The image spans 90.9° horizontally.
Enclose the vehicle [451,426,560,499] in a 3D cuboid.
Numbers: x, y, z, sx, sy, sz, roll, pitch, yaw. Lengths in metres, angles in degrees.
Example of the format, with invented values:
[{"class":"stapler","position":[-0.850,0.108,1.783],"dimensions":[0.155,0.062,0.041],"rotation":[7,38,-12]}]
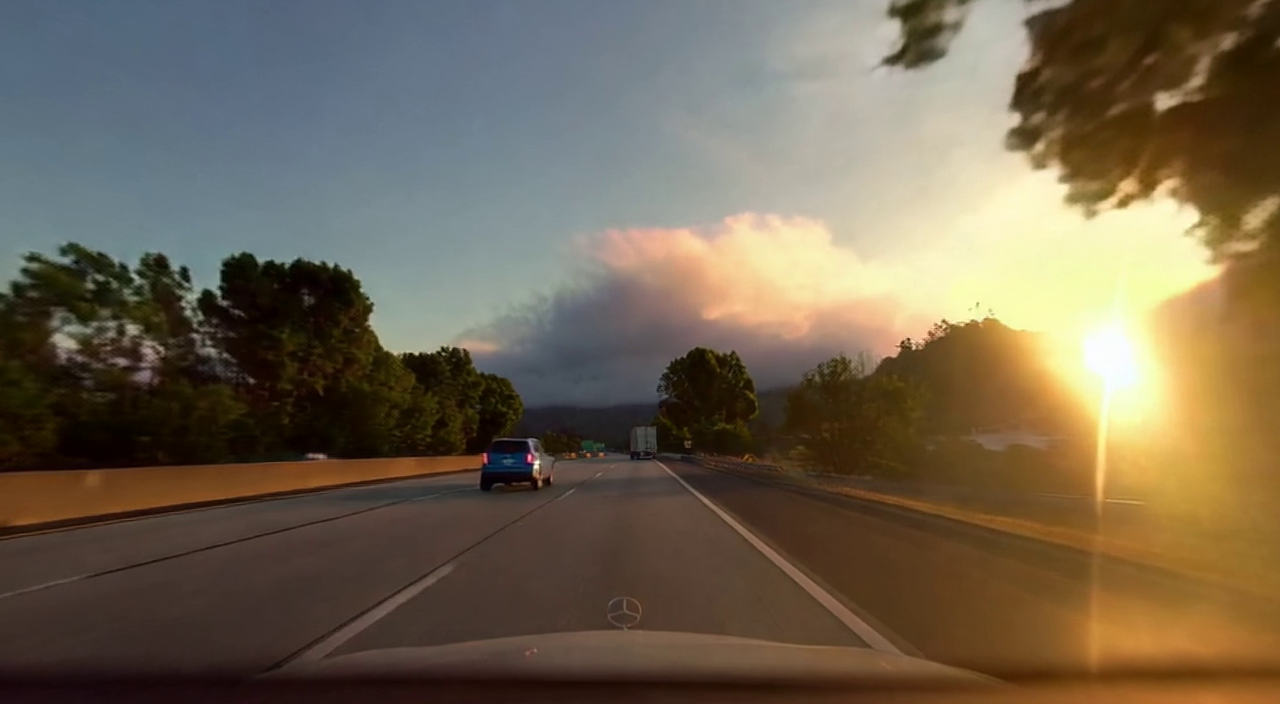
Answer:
[{"class":"vehicle","position":[-3.897,3.336,19.367],"dimensions":[2.124,1.888,5.226],"rotation":[0,-9,1]}]

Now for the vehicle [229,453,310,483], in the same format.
[{"class":"vehicle","position":[-20.164,6.319,34.556],"dimensions":[1.810,1.467,4.286],"rotation":[-1,-9,0]}]
